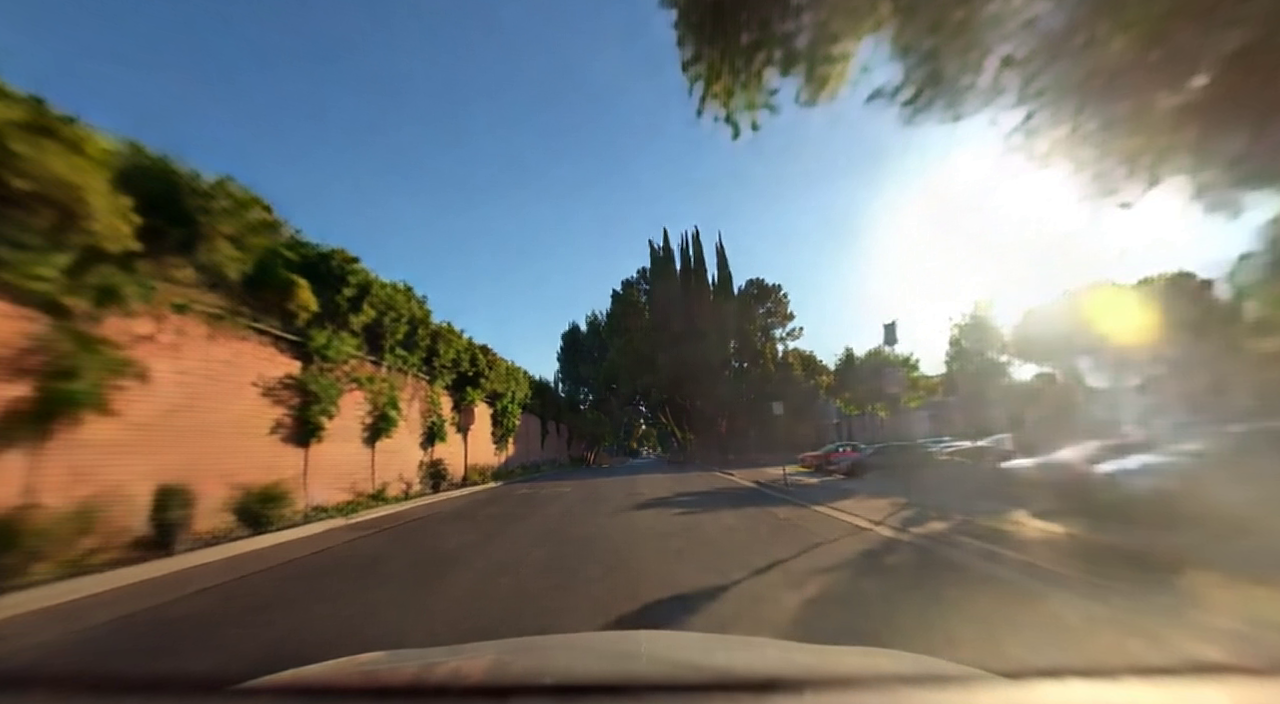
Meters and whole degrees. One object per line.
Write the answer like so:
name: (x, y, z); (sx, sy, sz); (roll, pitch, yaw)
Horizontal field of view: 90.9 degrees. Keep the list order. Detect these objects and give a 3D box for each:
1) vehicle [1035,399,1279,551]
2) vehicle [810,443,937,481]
vehicle: (10.027, 1.971, 10.240); (5.544, 2.115, 2.380); (1, -8, 3)
vehicle: (9.497, 4.528, 25.911); (4.309, 1.442, 2.145); (0, -9, -1)
